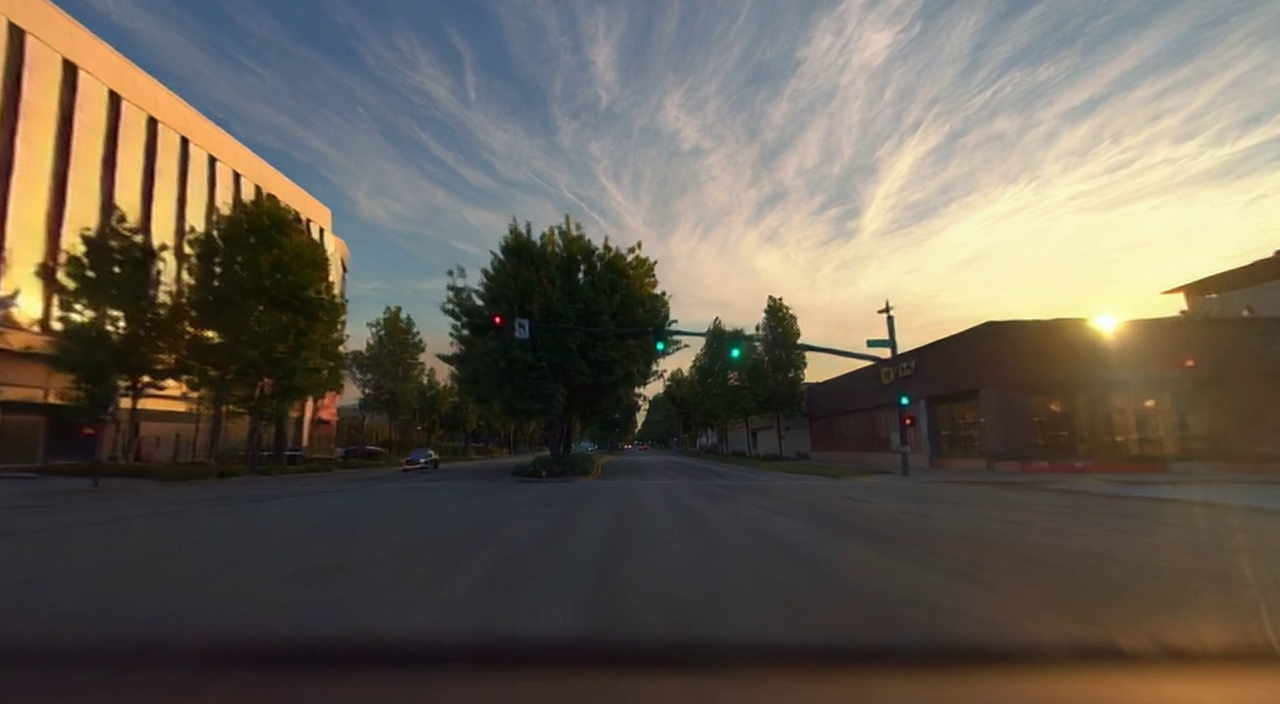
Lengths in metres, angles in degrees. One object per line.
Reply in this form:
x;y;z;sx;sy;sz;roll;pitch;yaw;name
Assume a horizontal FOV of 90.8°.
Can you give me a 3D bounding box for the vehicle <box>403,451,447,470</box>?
-16.936;8.553;49.972;1.924;1.434;4.456;0;-9;-1;vehicle
